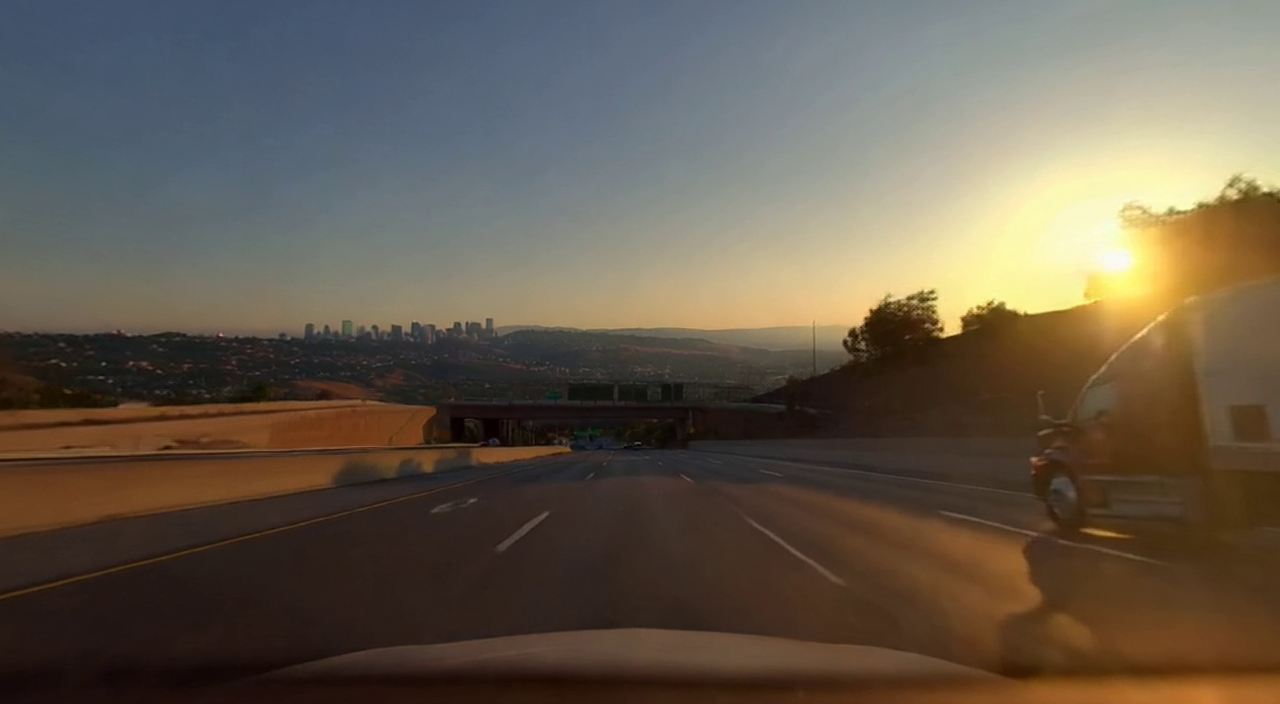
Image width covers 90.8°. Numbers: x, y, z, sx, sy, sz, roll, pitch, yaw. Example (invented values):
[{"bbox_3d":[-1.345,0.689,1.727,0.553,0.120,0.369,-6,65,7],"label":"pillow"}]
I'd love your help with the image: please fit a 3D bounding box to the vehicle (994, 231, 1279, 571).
[{"bbox_3d":[7.089,0.721,7.659,2.593,3.050,4.899,0,-8,-1],"label":"vehicle"}]
